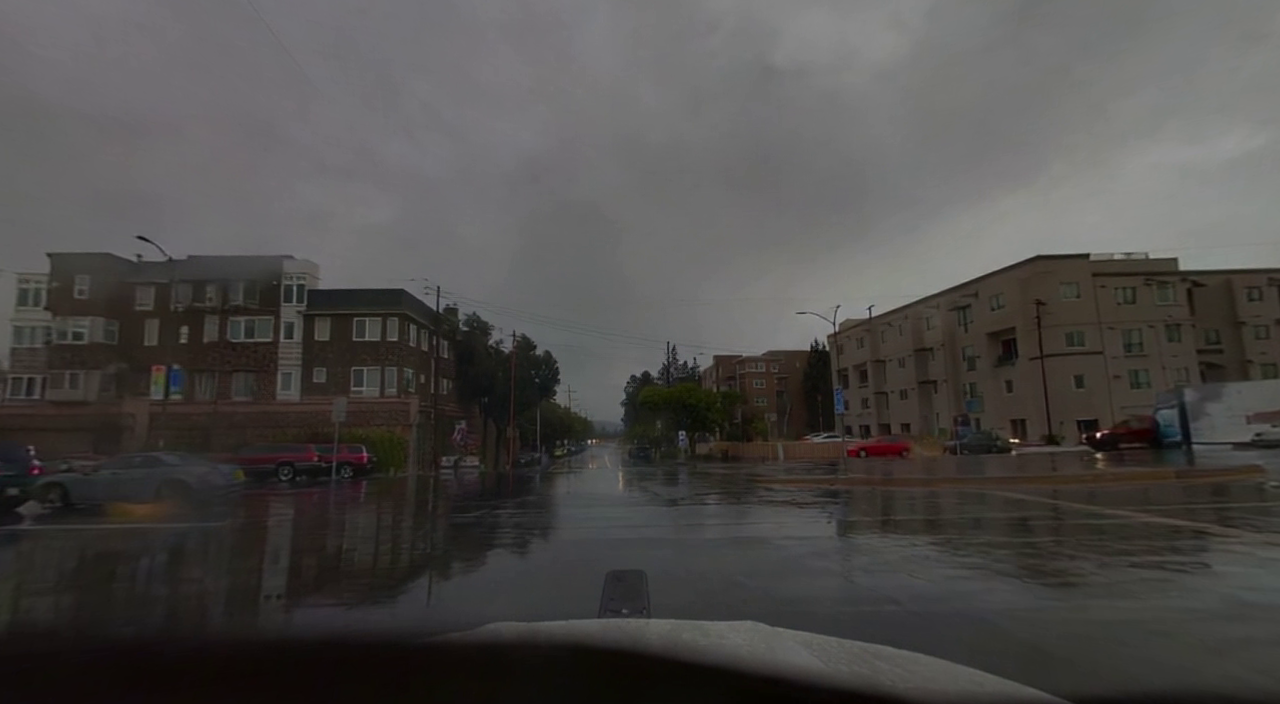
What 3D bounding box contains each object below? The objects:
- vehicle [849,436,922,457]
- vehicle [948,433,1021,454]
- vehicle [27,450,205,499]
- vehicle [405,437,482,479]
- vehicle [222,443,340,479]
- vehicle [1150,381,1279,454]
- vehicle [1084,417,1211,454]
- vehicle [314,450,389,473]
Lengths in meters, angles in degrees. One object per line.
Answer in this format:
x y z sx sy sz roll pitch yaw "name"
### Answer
18.009 6.918 46.384 4.528 1.458 1.939 1 -7 -4 "vehicle"
25.594 6.783 46.852 4.323 1.507 1.896 0 -8 -4 "vehicle"
-16.551 3.859 20.018 4.233 1.432 1.755 -1 -9 5 "vehicle"
-8.619 4.651 28.130 2.156 1.620 4.945 0 -7 -4 "vehicle"
-17.670 5.345 31.264 2.010 1.583 4.582 -6 -10 34 "vehicle"
33.185 3.463 32.990 10.986 3.604 2.707 0 -9 -6 "vehicle"
28.933 4.753 36.062 5.277 2.032 2.408 1 -7 -4 "vehicle"
-20.141 7.638 44.165 4.277 1.527 1.987 0 -8 -3 "vehicle"
